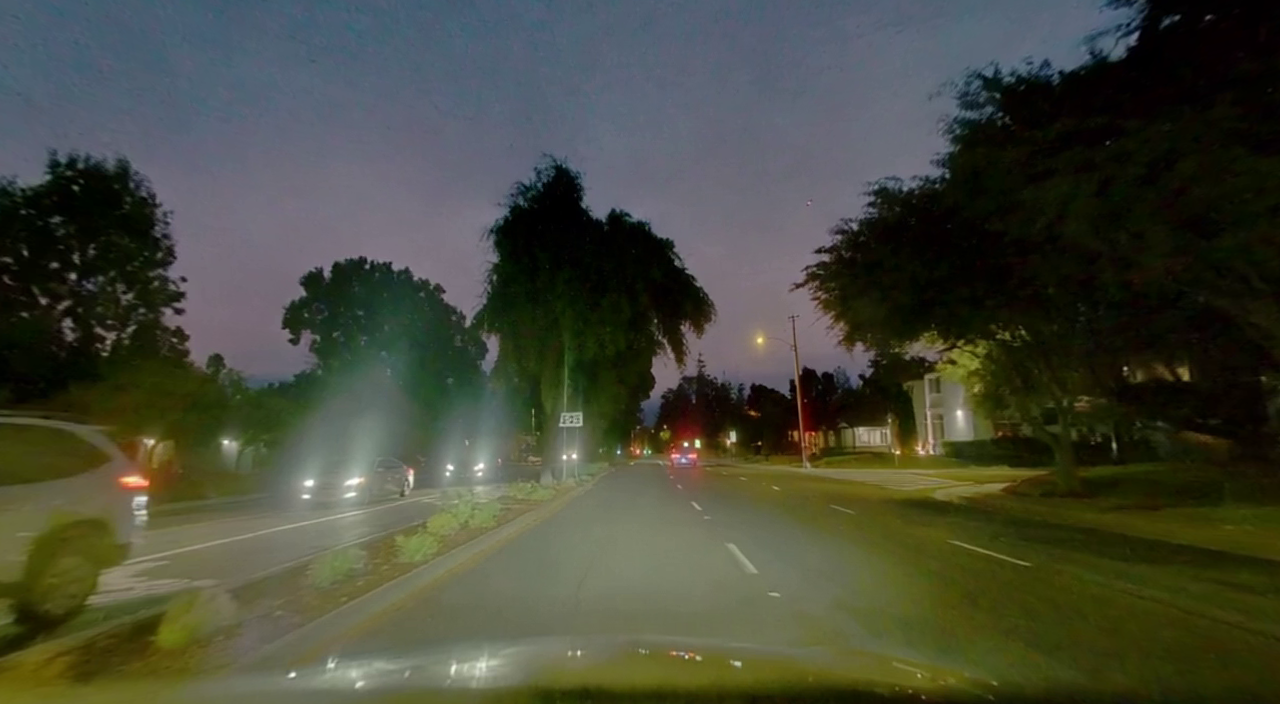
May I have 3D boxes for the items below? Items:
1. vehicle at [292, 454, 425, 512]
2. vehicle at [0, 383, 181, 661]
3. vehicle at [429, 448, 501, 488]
[{"bbox_3d":[-8.316,3.875,19.181,1.939,1.469,4.465,0,-9,1],"label":"vehicle"},{"bbox_3d":[-5.274,1.001,3.359,2.084,1.816,4.672,0,-9,0],"label":"vehicle"},{"bbox_3d":[-8.269,5.496,30.283,2.054,1.746,4.507,0,-9,1],"label":"vehicle"}]
